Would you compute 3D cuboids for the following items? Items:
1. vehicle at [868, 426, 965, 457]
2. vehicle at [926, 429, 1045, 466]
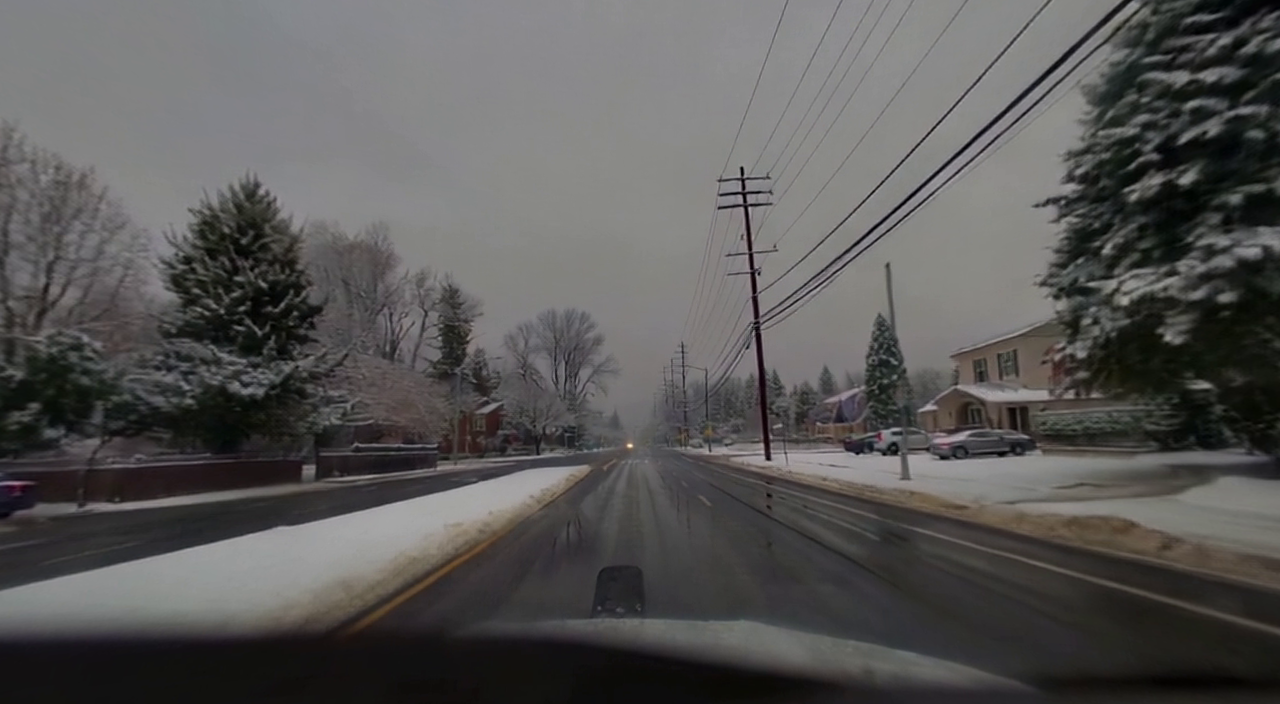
[{"bbox_3d":[16.738,5.428,38.420,4.833,1.786,2.136,0,-8,0],"label":"vehicle"},{"bbox_3d":[16.834,4.680,30.912,4.560,1.725,2.096,0,-8,-2],"label":"vehicle"}]
